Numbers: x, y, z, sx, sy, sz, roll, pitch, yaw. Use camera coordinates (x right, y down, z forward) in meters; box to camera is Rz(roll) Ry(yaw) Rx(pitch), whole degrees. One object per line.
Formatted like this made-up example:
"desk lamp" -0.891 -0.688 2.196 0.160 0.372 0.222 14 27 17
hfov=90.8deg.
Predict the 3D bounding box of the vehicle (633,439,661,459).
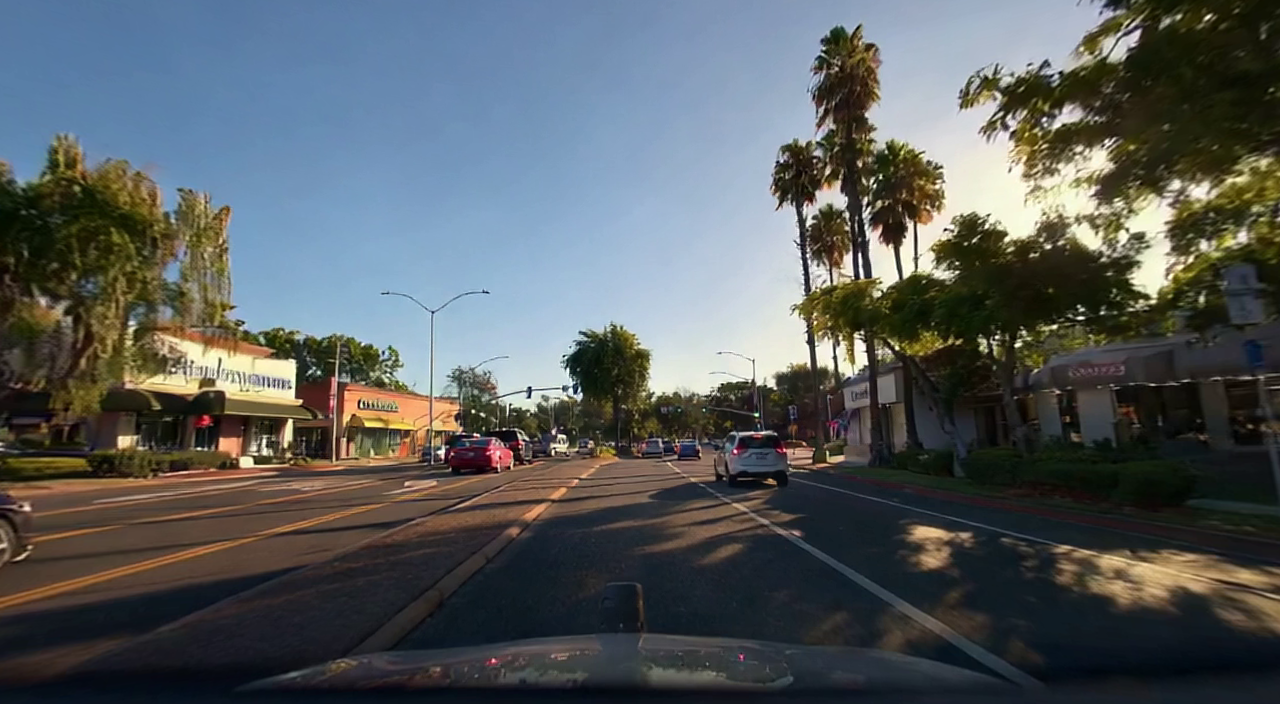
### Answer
"vehicle" 0.592 7.575 49.477 2.057 1.492 3.825 -1 -8 3

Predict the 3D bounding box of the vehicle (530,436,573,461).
"vehicle" -6.365 7.024 46.062 2.088 1.746 4.650 -1 -8 5

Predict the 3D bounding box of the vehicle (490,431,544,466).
"vehicle" -7.066 5.608 36.828 2.127 1.888 4.637 -1 -8 1

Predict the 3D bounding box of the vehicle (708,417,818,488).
"vehicle" 3.682 3.161 20.040 2.267 1.931 5.145 0 -8 -2

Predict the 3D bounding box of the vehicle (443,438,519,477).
"vehicle" -6.662 4.479 27.136 1.935 1.483 4.973 0 -8 1
